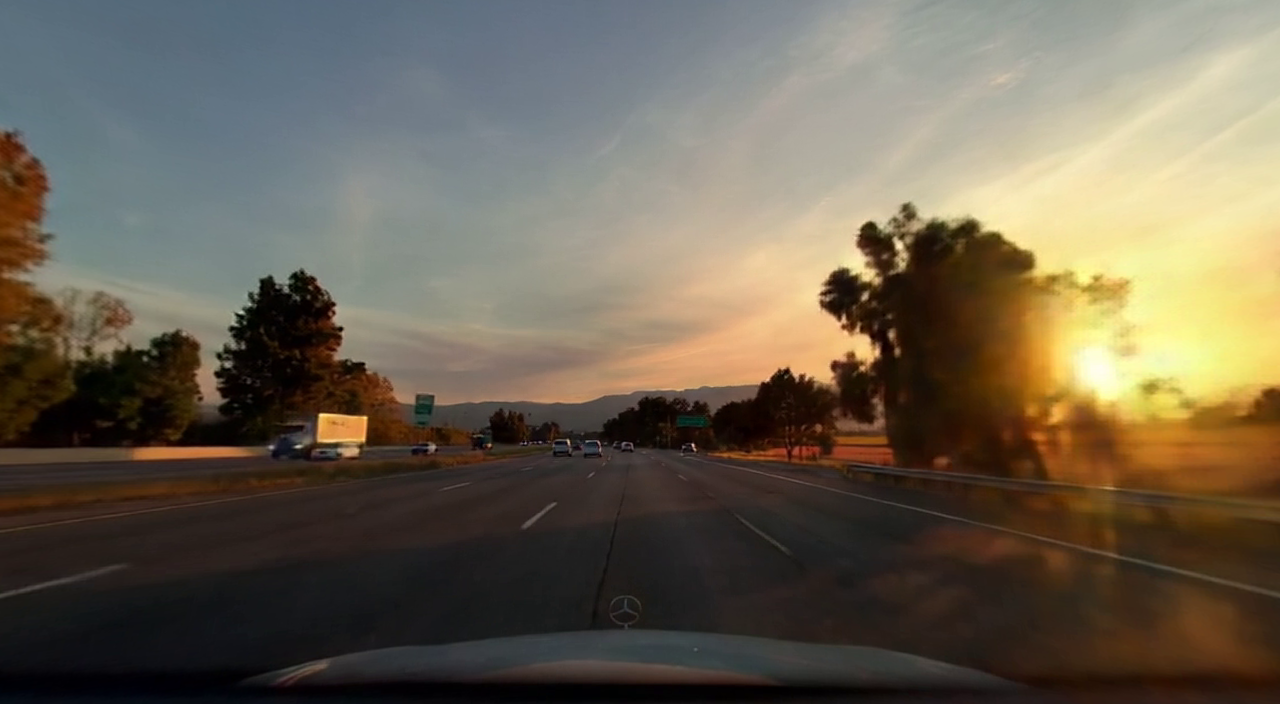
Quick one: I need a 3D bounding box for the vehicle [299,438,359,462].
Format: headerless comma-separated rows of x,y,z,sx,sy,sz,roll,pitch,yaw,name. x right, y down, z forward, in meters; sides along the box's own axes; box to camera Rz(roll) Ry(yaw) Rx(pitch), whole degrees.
-21.303,6.739,43.167,1.890,1.528,4.519,0,-8,-1,vehicle
